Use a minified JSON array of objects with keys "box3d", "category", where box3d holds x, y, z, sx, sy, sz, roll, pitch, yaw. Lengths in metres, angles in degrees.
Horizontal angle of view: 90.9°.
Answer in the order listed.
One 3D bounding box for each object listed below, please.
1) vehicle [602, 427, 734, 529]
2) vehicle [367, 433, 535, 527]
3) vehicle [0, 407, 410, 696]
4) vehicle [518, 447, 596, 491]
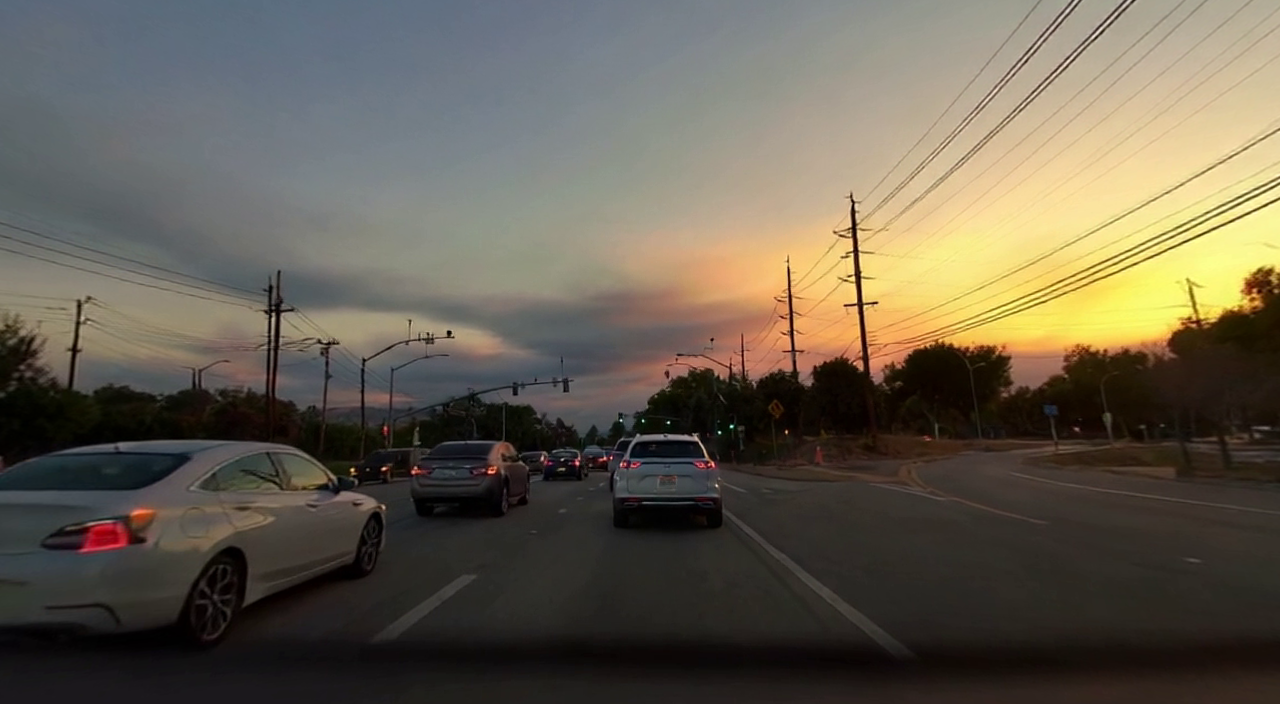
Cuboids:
[{"box3d":[0.541,2.428,12.635,2.205,1.691,3.937,-1,-9,2],"category":"vehicle"},{"box3d":[-3.696,2.591,13.356,2.018,1.621,4.441,-1,-9,2],"category":"vehicle"},{"box3d":[-3.819,1.396,5.531,1.999,1.563,4.007,0,-9,1],"category":"vehicle"},{"box3d":[-2.935,4.264,23.316,2.105,1.436,4.311,-1,-9,3],"category":"vehicle"}]
